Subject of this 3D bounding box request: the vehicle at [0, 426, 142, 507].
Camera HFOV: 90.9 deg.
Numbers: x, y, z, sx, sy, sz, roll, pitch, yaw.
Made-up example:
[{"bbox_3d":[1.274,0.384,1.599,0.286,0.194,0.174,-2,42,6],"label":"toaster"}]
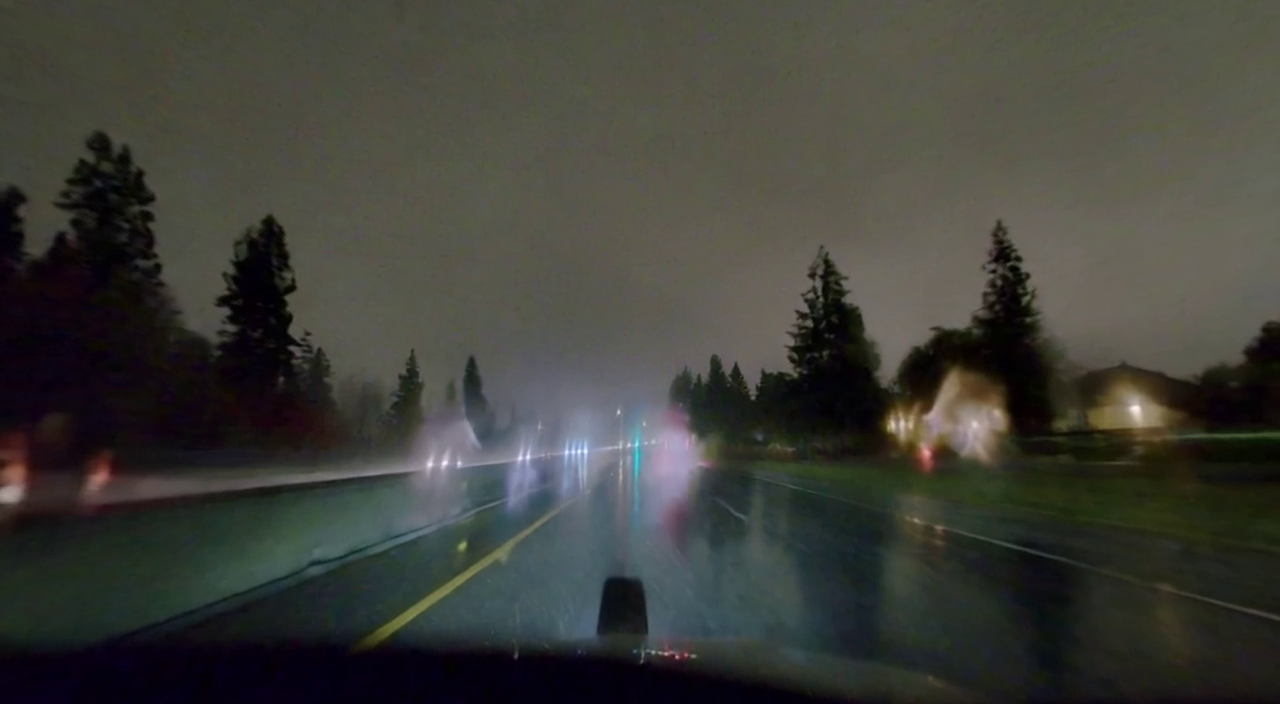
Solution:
[{"bbox_3d":[-22.267,4.240,23.868,2.524,2.717,4.974,-1,-8,2],"label":"vehicle"}]
